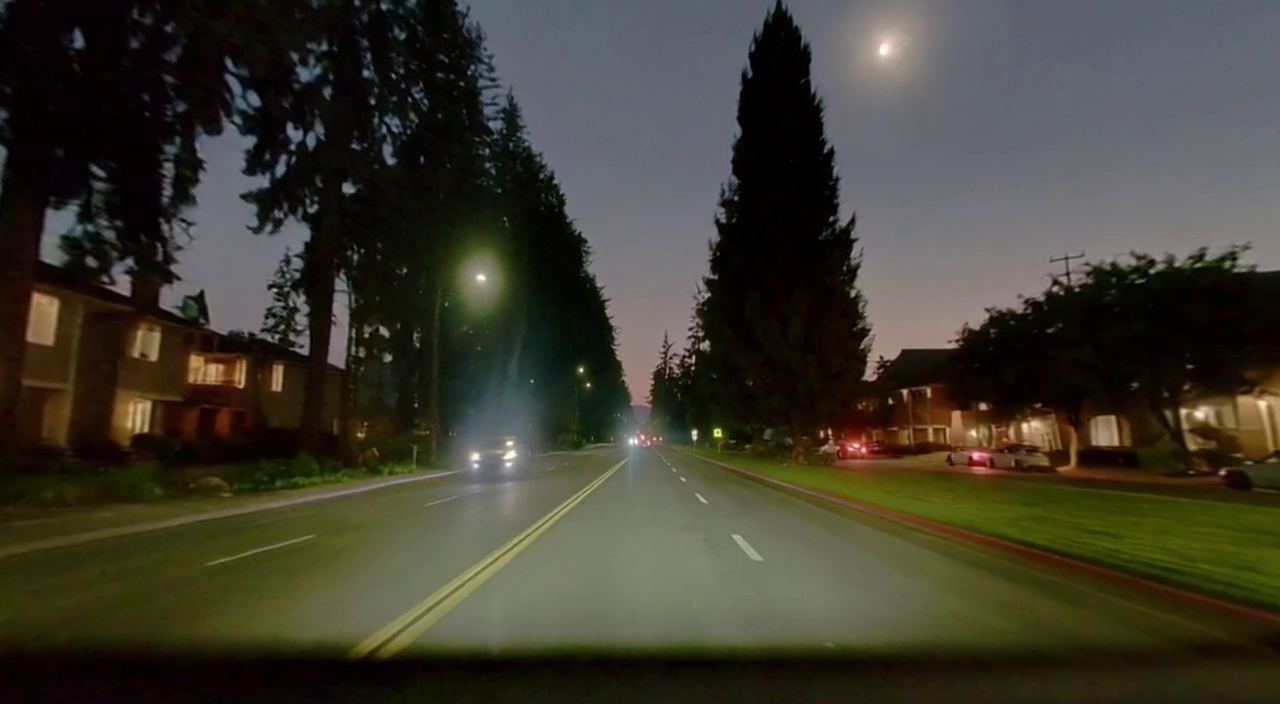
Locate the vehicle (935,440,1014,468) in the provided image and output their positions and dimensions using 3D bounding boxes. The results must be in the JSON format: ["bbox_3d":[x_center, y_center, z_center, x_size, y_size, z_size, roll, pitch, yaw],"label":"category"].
[{"bbox_3d":[18.918,5.762,35.971,1.946,1.459,4.489,0,-8,-1],"label":"vehicle"}]

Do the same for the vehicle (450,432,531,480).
[{"bbox_3d":[-6.120,4.318,26.502,2.108,1.793,4.864,0,-8,1],"label":"vehicle"}]

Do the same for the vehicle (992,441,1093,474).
[{"bbox_3d":[19.040,4.994,30.169,1.773,1.463,4.486,0,-8,-1],"label":"vehicle"}]

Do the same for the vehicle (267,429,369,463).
[{"bbox_3d":[-16.191,4.757,31.930,4.045,1.622,1.983,-1,-8,4],"label":"vehicle"}]
